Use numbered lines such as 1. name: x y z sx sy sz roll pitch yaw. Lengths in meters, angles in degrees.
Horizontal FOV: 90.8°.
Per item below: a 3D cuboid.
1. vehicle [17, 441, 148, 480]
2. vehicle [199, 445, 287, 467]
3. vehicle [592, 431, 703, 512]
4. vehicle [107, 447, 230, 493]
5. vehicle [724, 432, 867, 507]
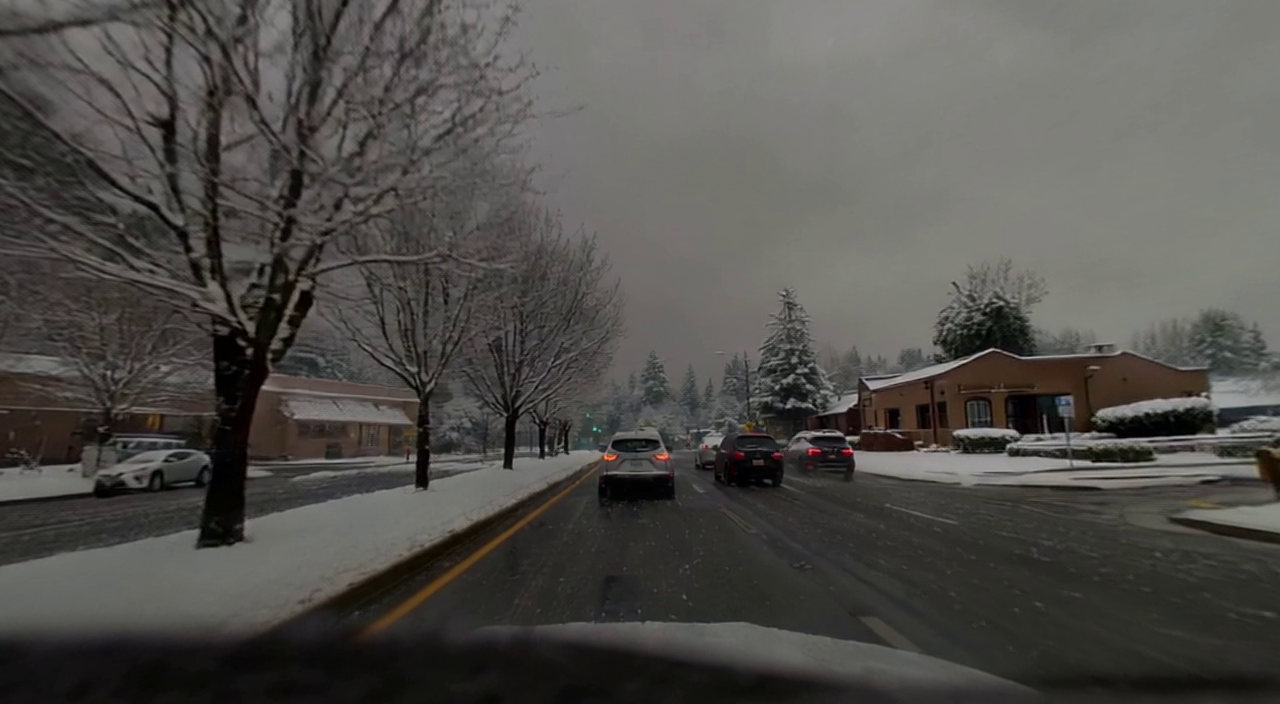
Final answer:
1. vehicle: -27.470 5.347 31.245 4.494 1.792 2.037 0 -8 0
2. vehicle: -28.075 7.357 44.787 4.736 1.491 2.042 0 -8 -2
3. vehicle: 0.145 2.495 13.646 2.052 1.488 3.779 0 -8 0
4. vehicle: -19.169 4.749 25.927 1.903 1.706 3.994 0 -8 0
5. vehicle: 3.395 2.673 14.891 2.124 1.476 4.730 0 -8 0
